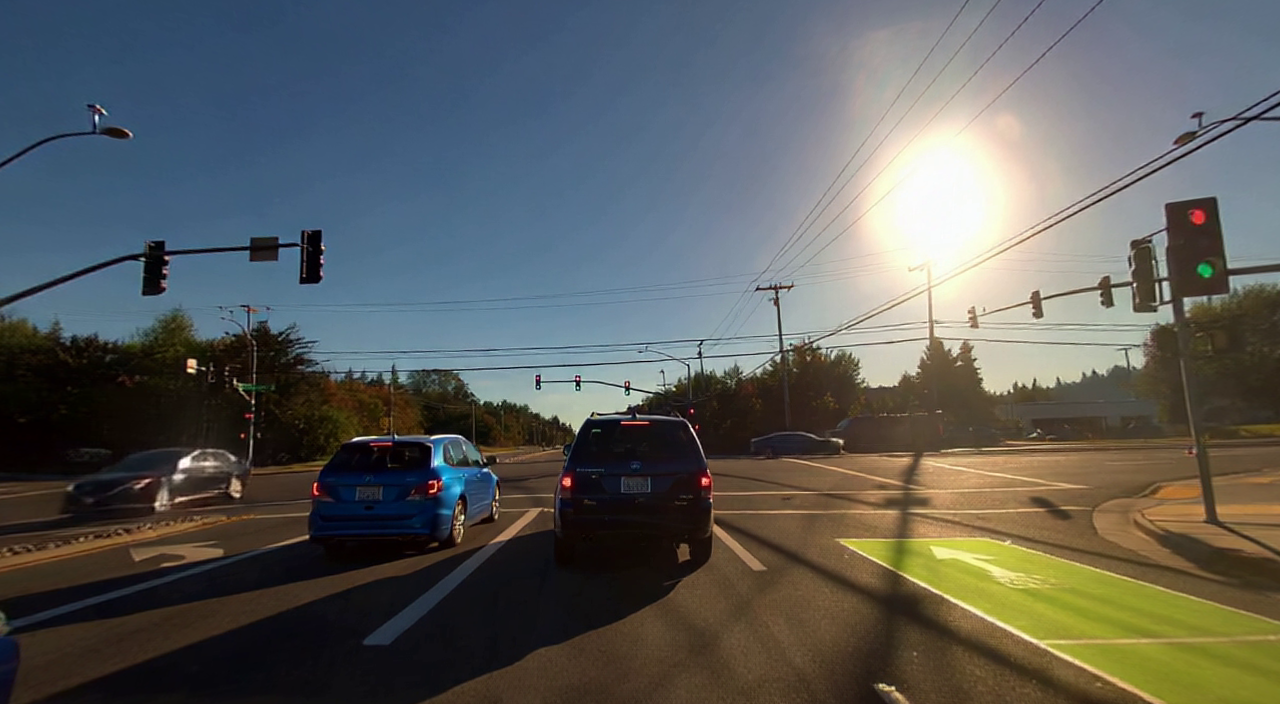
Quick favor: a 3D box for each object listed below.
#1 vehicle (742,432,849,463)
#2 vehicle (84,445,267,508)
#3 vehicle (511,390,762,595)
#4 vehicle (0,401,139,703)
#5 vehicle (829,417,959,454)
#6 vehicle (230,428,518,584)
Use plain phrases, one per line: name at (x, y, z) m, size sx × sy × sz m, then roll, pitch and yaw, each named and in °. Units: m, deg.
vehicle at (7.654, 4.743, 31.423) m, size 4.715 × 1.438 × 2.023 m, roll -7°, pitch -11°, yaw 37°
vehicle at (-13.692, 3.647, 19.071) m, size 2.079 × 1.656 × 4.545 m, roll 0°, pitch -8°, yaw -1°
vehicle at (-0.060, 1.523, 7.615) m, size 2.182 × 1.773 × 4.041 m, roll 0°, pitch -8°, yaw -1°
vehicle at (-3.350, 0.654, 0.440) m, size 1.928 × 1.488 × 4.936 m, roll 0°, pitch -8°, yaw 0°
vehicle at (13.853, 4.601, 34.814) m, size 6.143 × 1.944 × 2.229 m, roll -1°, pitch -8°, yaw 5°
vehicle at (-2.934, 1.765, 8.012) m, size 1.969 × 1.486 × 3.702 m, roll 0°, pitch -8°, yaw 1°
